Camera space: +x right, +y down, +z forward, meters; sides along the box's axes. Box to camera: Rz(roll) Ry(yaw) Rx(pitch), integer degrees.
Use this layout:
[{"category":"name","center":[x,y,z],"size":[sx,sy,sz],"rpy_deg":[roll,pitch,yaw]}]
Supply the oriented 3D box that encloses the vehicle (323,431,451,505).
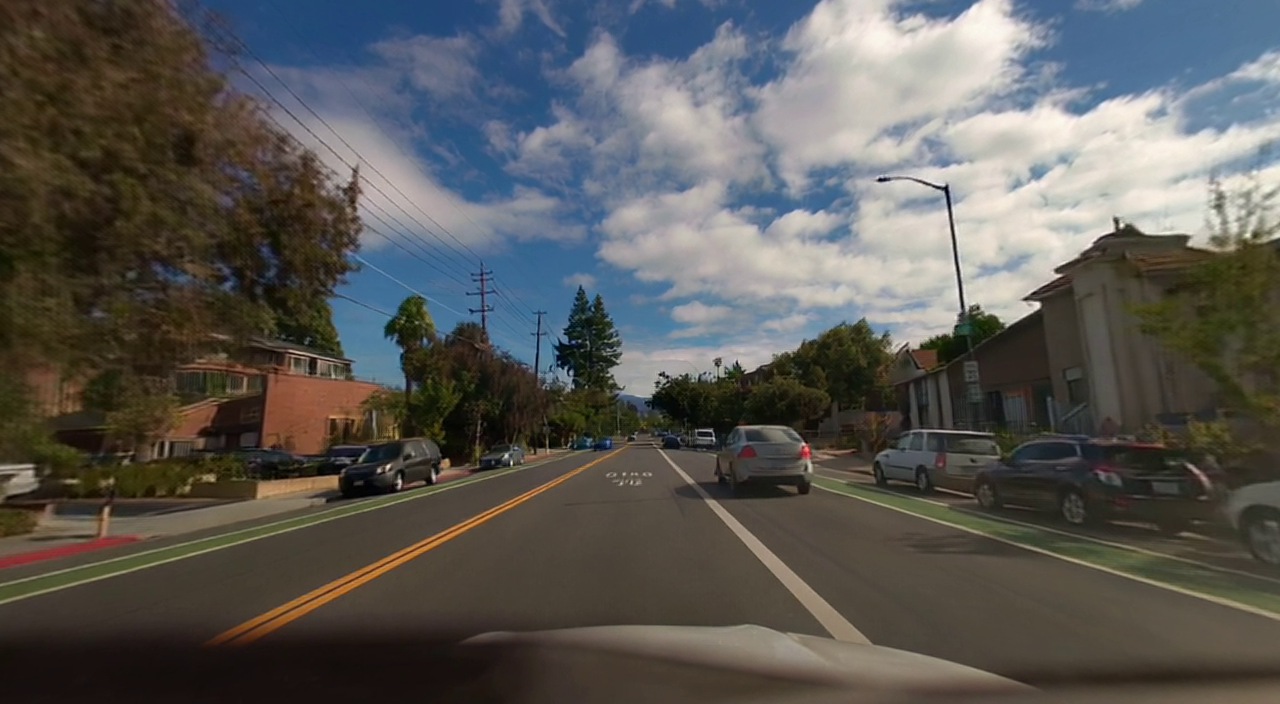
[{"category":"vehicle","center":[-8.917,4.036,22.850],"size":[2.419,2.087,5.334],"rpy_deg":[-3,-6,0]}]

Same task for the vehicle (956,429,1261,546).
[{"category":"vehicle","center":[7.582,2.199,10.979],"size":[1.862,1.492,4.571],"rpy_deg":[3,-8,0]}]

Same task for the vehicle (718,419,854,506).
[{"category":"vehicle","center":[3.184,2.532,14.884],"size":[2.004,1.704,4.573],"rpy_deg":[0,-8,-1]}]

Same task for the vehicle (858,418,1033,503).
[{"category":"vehicle","center":[7.954,2.882,17.215],"size":[2.133,1.911,5.455],"rpy_deg":[-1,-8,2]}]

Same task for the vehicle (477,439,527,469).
[{"category":"vehicle","center":[-8.905,6.610,41.105],"size":[2.228,1.825,4.522],"rpy_deg":[0,-8,-1]}]

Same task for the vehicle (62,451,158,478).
[{"category":"vehicle","center":[-32.001,6.775,38.247],"size":[1.746,1.479,4.603],"rpy_deg":[-1,-8,1]}]
